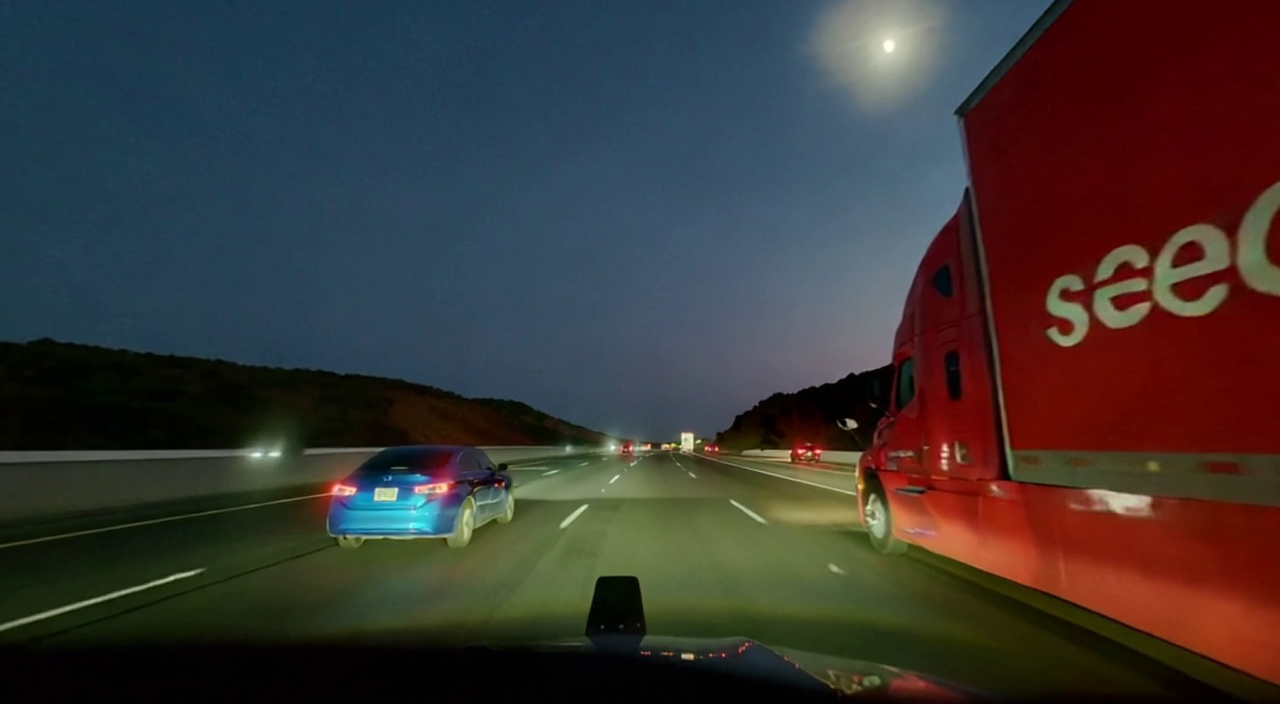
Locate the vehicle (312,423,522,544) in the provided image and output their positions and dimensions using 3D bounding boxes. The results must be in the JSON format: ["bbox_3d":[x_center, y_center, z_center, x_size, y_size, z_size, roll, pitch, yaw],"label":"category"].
[{"bbox_3d":[-3.369,2.060,10.446,1.967,1.615,3.886,0,-8,2],"label":"vehicle"}]

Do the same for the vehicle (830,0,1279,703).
[{"bbox_3d":[4.059,0.020,3.938,3.277,3.871,7.882,0,-9,1],"label":"vehicle"}]

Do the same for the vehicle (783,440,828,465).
[{"bbox_3d":[12.107,7.366,46.225,2.062,1.736,4.589,0,-8,0],"label":"vehicle"}]

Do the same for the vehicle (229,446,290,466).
[{"bbox_3d":[-28.783,7.841,47.618,1.750,1.449,4.382,0,-8,1],"label":"vehicle"}]
